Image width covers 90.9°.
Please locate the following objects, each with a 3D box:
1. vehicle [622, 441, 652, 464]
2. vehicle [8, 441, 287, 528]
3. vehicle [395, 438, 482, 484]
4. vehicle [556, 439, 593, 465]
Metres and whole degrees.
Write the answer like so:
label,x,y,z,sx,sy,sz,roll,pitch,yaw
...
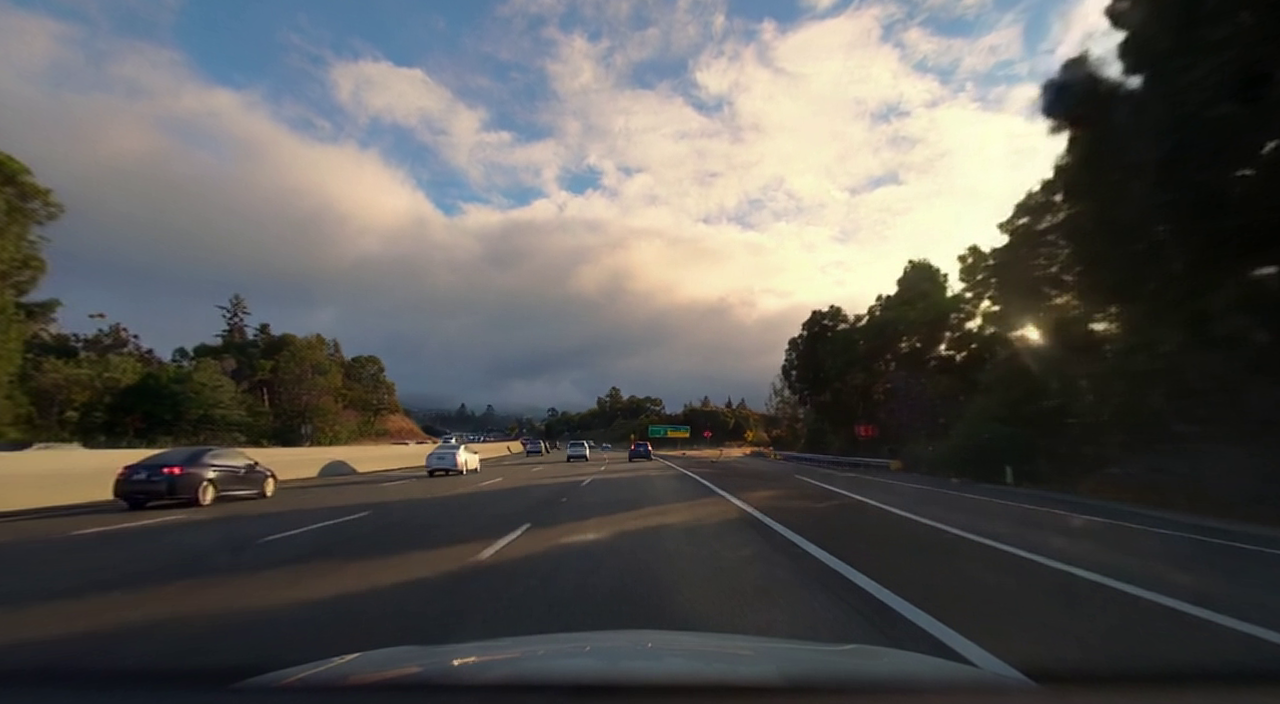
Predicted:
label,x,y,z,sx,sy,sz,roll,pitch,yaw
vehicle,-0.233,6.688,41.951,1.881,1.460,3.694,0,-9,-1
vehicle,-9.833,2.644,13.335,1.935,1.474,5.033,0,-9,-2
vehicle,-7.795,4.235,24.849,2.086,1.628,4.039,0,-9,0
vehicle,-4.245,6.565,41.569,1.991,1.610,4.606,0,-9,-1
